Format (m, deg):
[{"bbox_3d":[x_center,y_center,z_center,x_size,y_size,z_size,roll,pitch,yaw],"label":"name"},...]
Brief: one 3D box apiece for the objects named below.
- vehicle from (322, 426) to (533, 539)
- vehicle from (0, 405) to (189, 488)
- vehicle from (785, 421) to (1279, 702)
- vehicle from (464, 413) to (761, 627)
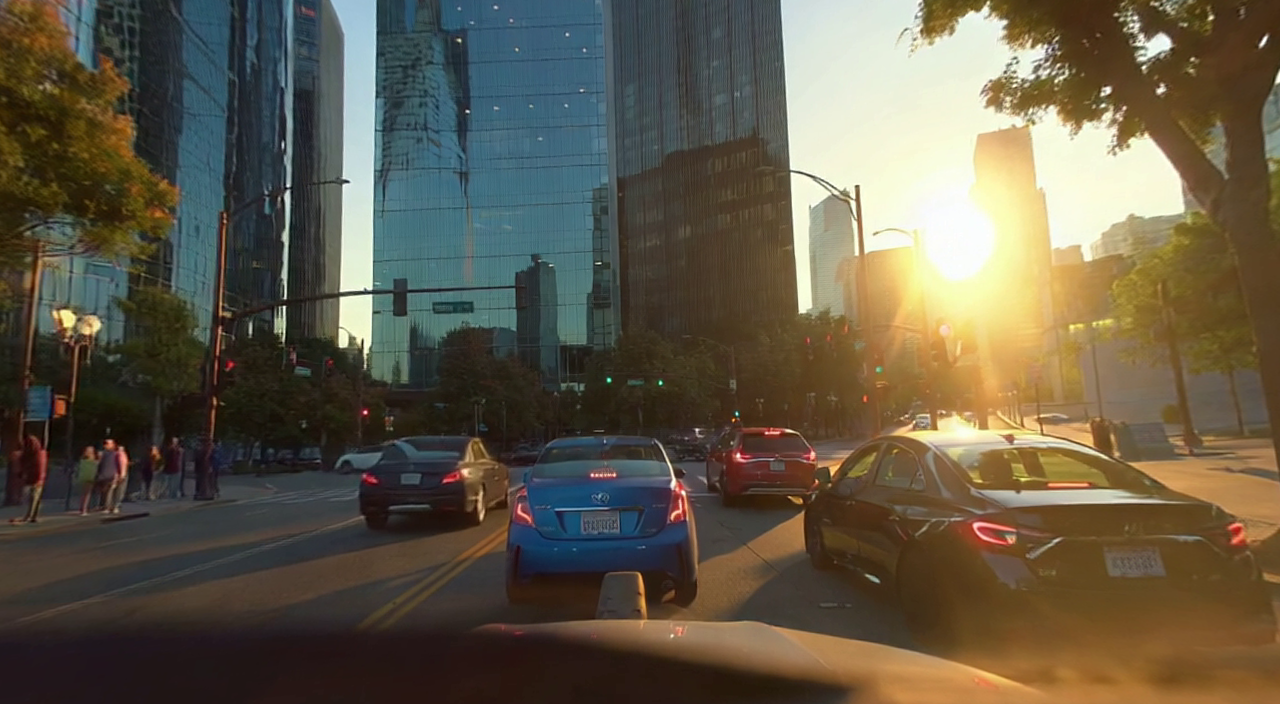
[{"bbox_3d":[-3.254,2.082,10.701,2.068,1.513,4.221,0,-8,1],"label":"vehicle"},{"bbox_3d":[-26.499,4.344,29.054,8.989,3.623,2.884,0,-8,2],"label":"vehicle"},{"bbox_3d":[2.754,1.411,5.459,1.952,1.464,4.165,0,-8,-1],"label":"vehicle"},{"bbox_3d":[-0.262,1.477,6.504,2.072,1.476,4.078,0,-8,-2],"label":"vehicle"}]
